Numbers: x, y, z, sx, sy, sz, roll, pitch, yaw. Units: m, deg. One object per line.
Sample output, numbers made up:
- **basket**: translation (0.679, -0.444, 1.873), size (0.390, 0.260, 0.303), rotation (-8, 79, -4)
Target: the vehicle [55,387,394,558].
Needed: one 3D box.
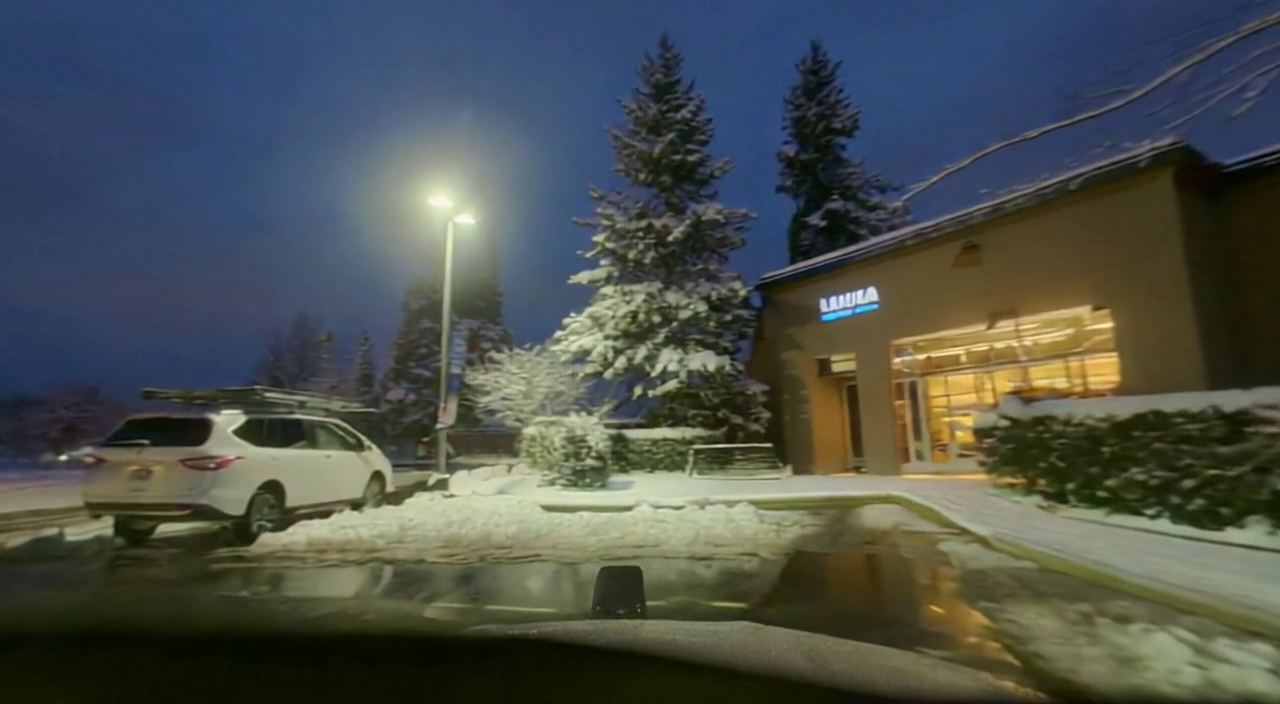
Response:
- **vehicle**: translation (-6.644, 1.997, 11.189), size (2.200, 2.257, 5.237), rotation (-2, -8, 3)
